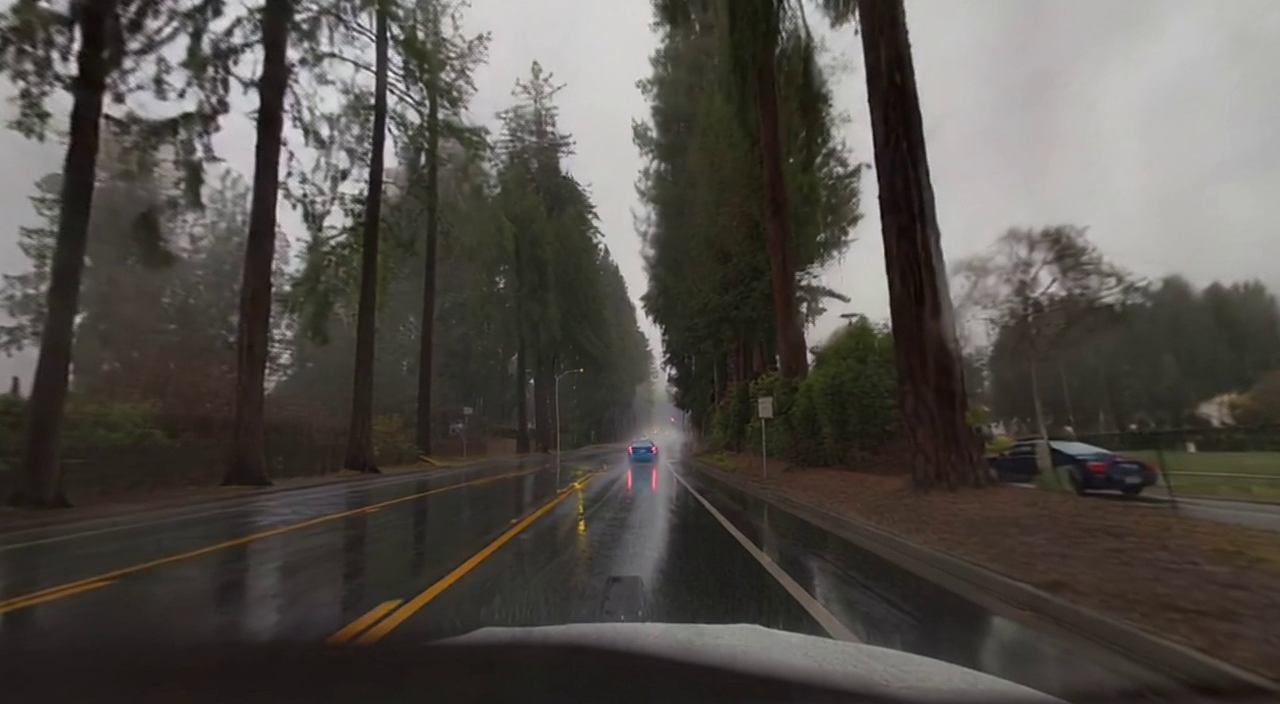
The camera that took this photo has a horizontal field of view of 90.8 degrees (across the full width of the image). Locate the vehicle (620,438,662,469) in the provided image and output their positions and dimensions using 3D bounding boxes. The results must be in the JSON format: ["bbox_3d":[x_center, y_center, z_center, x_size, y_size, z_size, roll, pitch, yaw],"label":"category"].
[{"bbox_3d":[-0.007,5.263,32.906,2.067,1.486,3.861,0,-9,-1],"label":"vehicle"}]

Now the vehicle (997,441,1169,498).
[{"bbox_3d":[13.236,3.516,19.289,1.766,1.463,4.445,3,-9,-5],"label":"vehicle"}]
